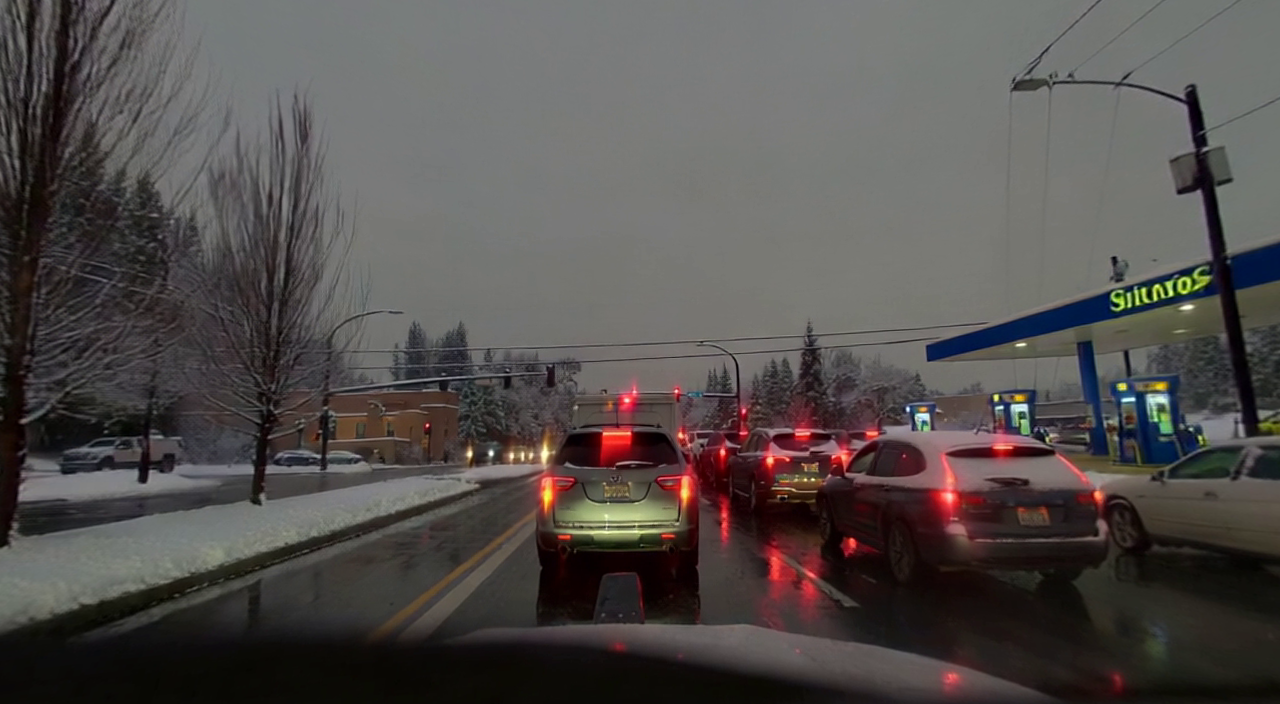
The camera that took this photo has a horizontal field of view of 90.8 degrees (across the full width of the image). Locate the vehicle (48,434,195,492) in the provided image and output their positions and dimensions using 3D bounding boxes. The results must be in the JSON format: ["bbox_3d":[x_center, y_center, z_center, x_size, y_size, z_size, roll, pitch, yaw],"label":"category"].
[{"bbox_3d":[-26.960,5.774,33.293,2.571,2.711,6.027,0,-9,0],"label":"vehicle"}]

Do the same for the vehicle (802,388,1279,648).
[{"bbox_3d":[3.361,1.421,6.472,2.056,1.700,4.399,0,-9,-2],"label":"vehicle"}]

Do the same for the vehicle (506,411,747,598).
[{"bbox_3d":[-0.155,1.614,7.464,2.106,1.613,3.697,0,-9,-1],"label":"vehicle"}]

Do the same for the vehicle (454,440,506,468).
[{"bbox_3d":[-10.934,7.007,43.647,2.190,1.778,5.033,-1,-9,1],"label":"vehicle"}]
